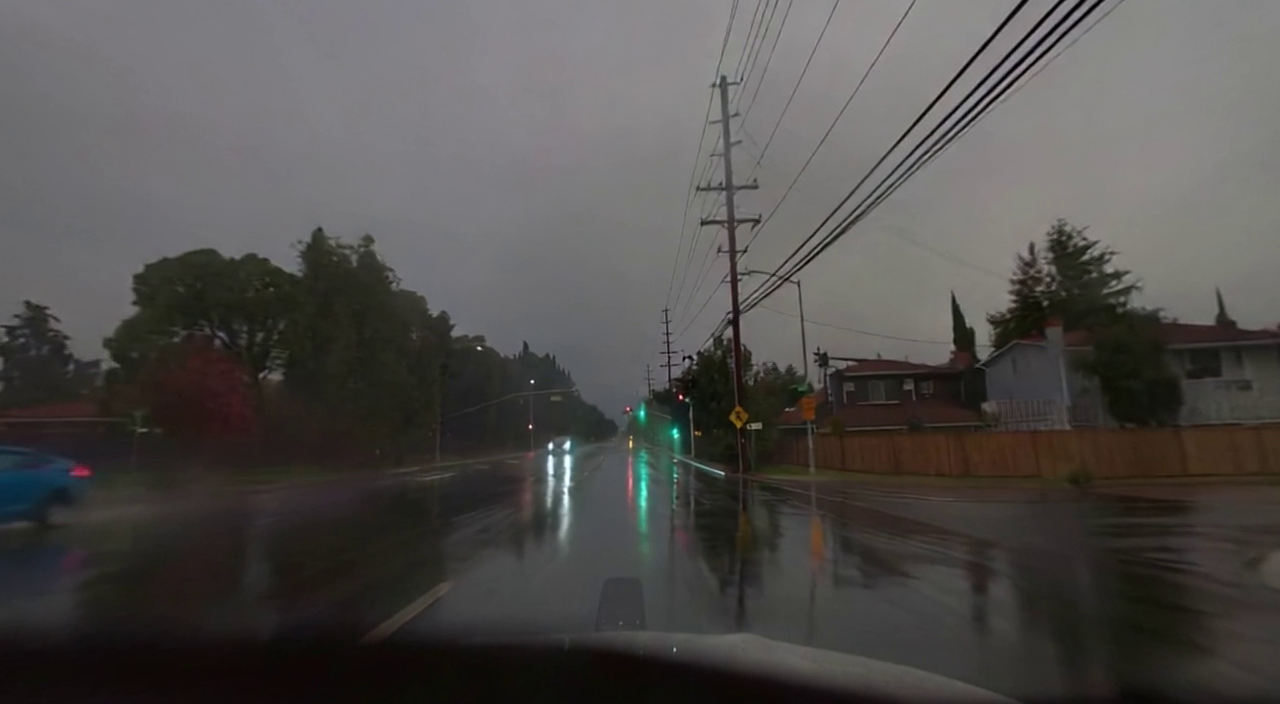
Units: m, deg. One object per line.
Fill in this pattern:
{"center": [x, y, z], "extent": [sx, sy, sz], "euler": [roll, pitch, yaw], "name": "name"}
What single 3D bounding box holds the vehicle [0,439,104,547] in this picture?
{"center": [-11.032, 2.129, 9.375], "extent": [2.072, 1.680, 4.705], "euler": [0, -9, -1], "name": "vehicle"}
